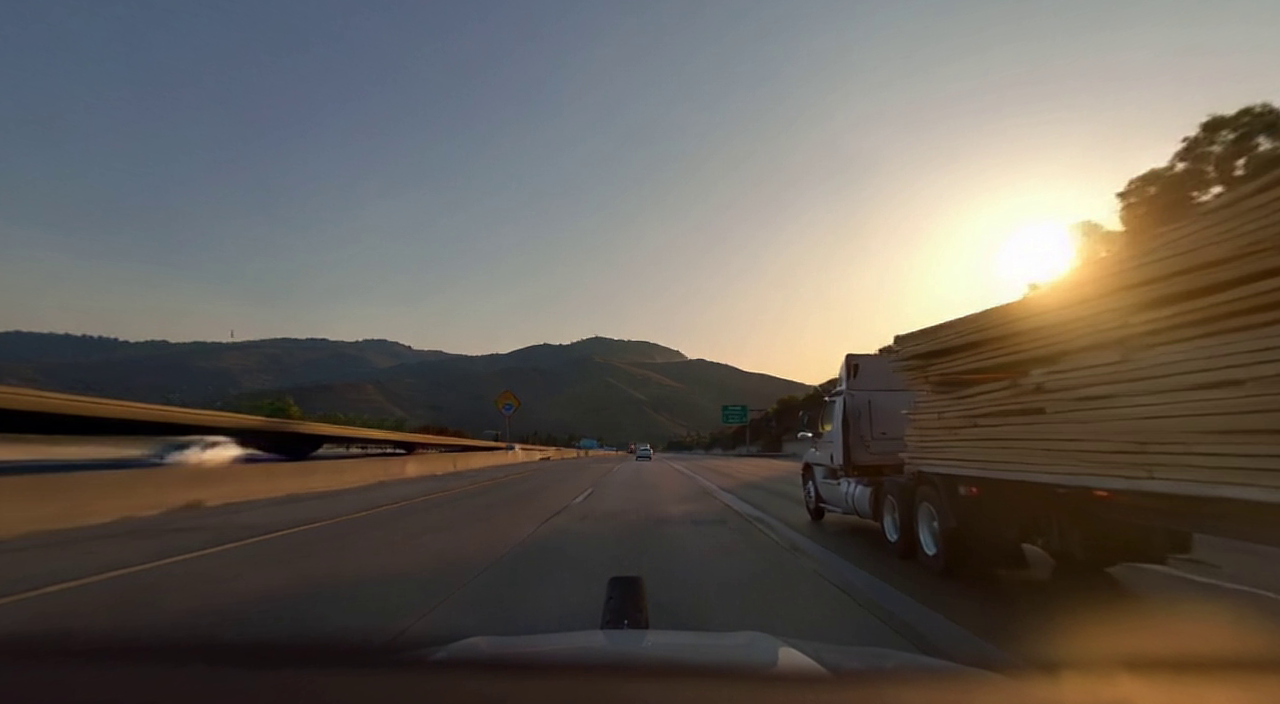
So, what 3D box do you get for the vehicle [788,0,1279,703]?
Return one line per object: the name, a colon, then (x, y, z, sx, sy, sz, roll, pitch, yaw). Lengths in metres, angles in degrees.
vehicle: (3.987, 0.629, 4.516, 3.326, 3.089, 10.642, 0, -9, 0)
